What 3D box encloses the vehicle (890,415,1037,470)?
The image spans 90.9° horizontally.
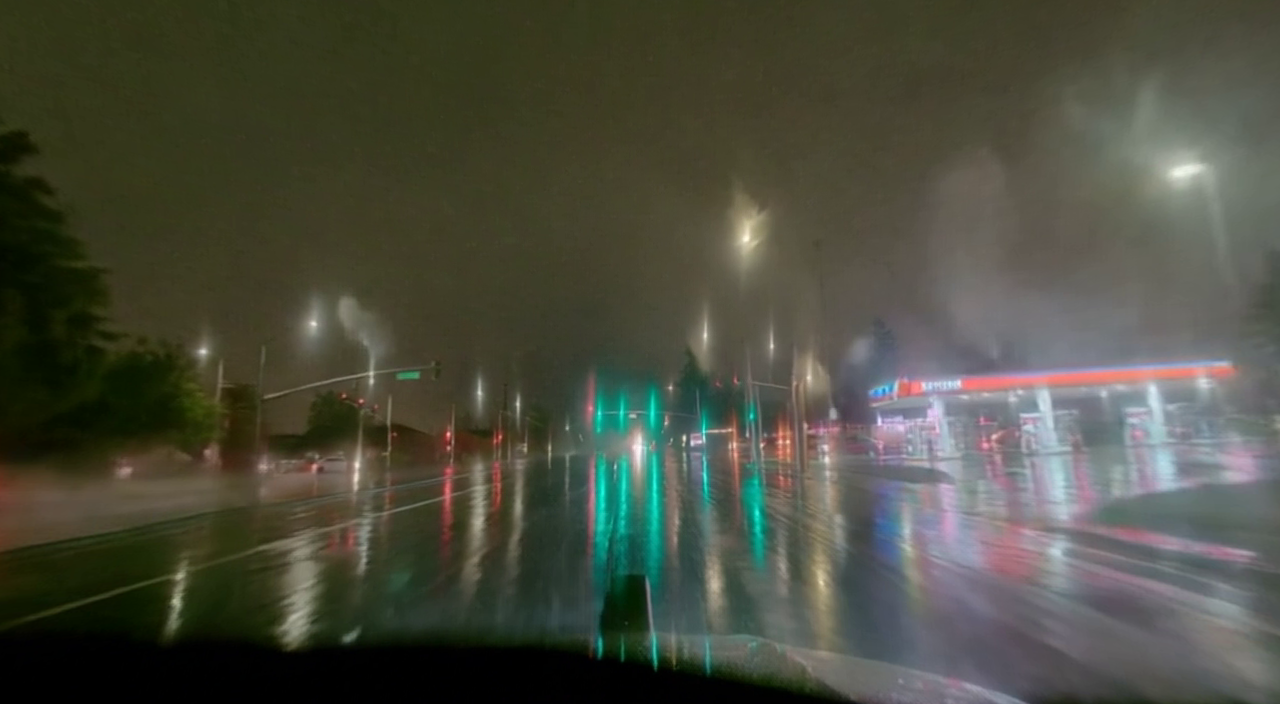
[{"bbox_3d":[13.441,3.777,26.432,4.821,1.788,2.132,-5,-8,0],"label":"vehicle"}]

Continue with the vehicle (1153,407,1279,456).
[{"bbox_3d":[25.560,3.272,26.251,6.381,1.869,2.512,0,-7,-5],"label":"vehicle"}]

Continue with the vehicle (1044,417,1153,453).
[{"bbox_3d":[26.904,4.894,37.051,5.031,1.746,1.999,-1,-10,-9],"label":"vehicle"}]
